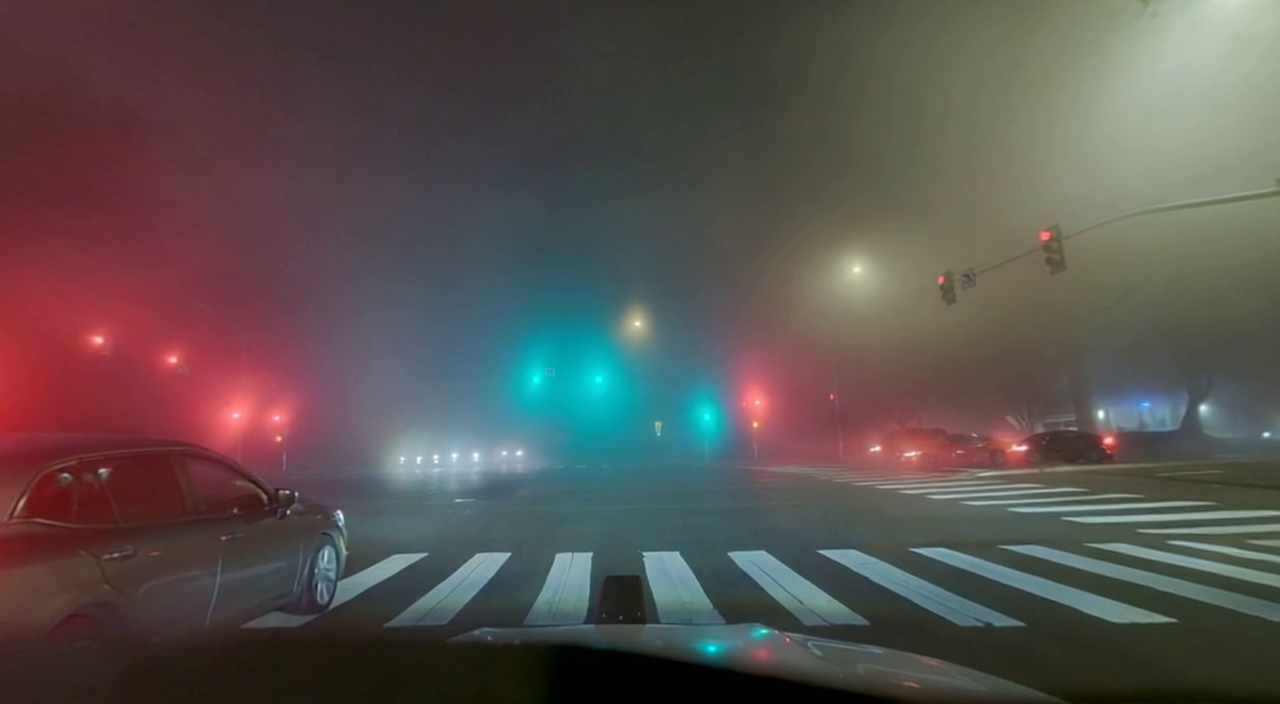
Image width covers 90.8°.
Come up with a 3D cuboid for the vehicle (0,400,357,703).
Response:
[{"bbox_3d":[-3.072,0.950,2.358,1.919,1.478,4.720,0,-8,-1],"label":"vehicle"}]

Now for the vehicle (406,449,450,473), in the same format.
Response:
[{"bbox_3d":[-16.419,8.427,49.190,2.100,1.764,4.151,0,-8,-2],"label":"vehicle"}]

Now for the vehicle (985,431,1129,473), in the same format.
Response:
[{"bbox_3d":[15.703,3.784,23.944,4.181,1.483,1.831,0,-8,-3],"label":"vehicle"}]

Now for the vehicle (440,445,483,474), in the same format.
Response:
[{"bbox_3d":[-12.883,7.724,45.823,2.051,1.715,4.346,-2,-6,-2],"label":"vehicle"}]

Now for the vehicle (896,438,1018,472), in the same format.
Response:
[{"bbox_3d":[14.909,4.840,29.871,4.660,1.495,2.007,0,-8,-2],"label":"vehicle"}]
